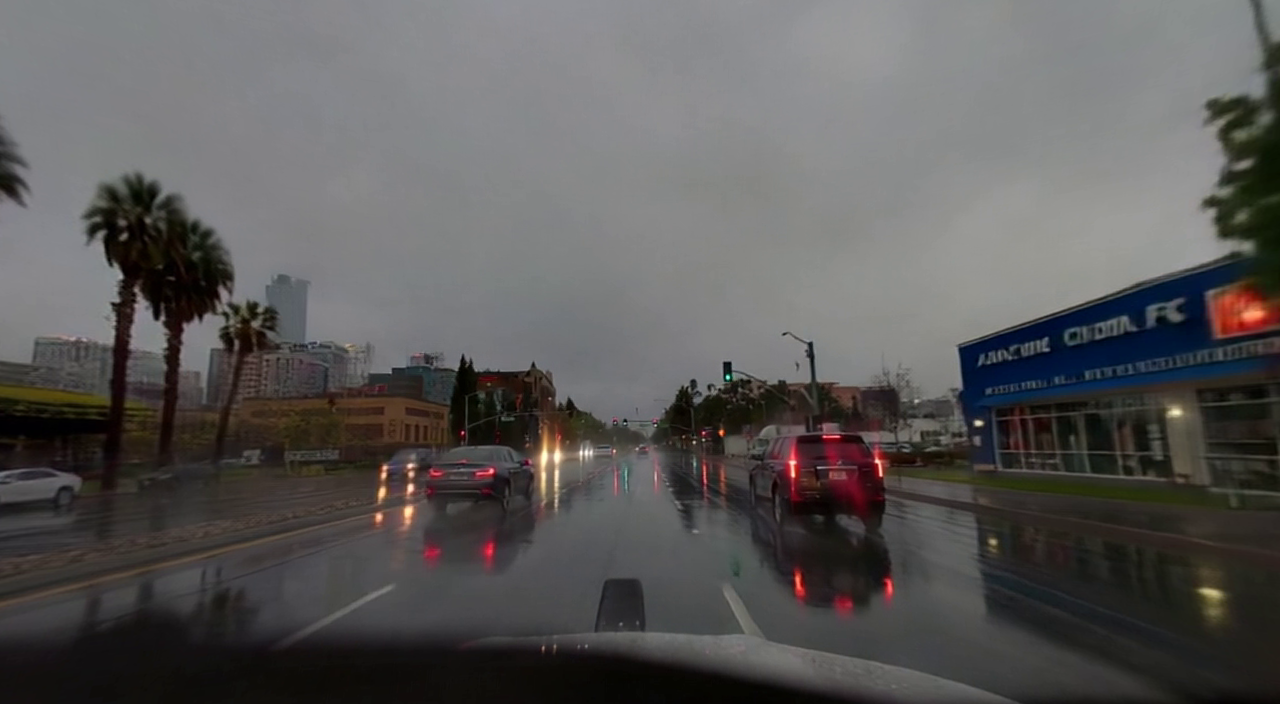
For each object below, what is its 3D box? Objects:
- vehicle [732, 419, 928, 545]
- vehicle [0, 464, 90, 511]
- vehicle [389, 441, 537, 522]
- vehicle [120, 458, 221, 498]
[{"bbox_3d":[2.934,2.121,10.893,1.982,1.711,4.276,0,-9,-1],"label":"vehicle"},{"bbox_3d":[-22.868,4.914,22.893,1.926,1.483,4.349,-2,-9,1],"label":"vehicle"},{"bbox_3d":[-3.650,2.743,13.900,2.034,1.498,3.995,0,-9,1],"label":"vehicle"},{"bbox_3d":[-22.964,6.133,31.106,1.868,1.602,4.102,-3,-8,-1],"label":"vehicle"}]
